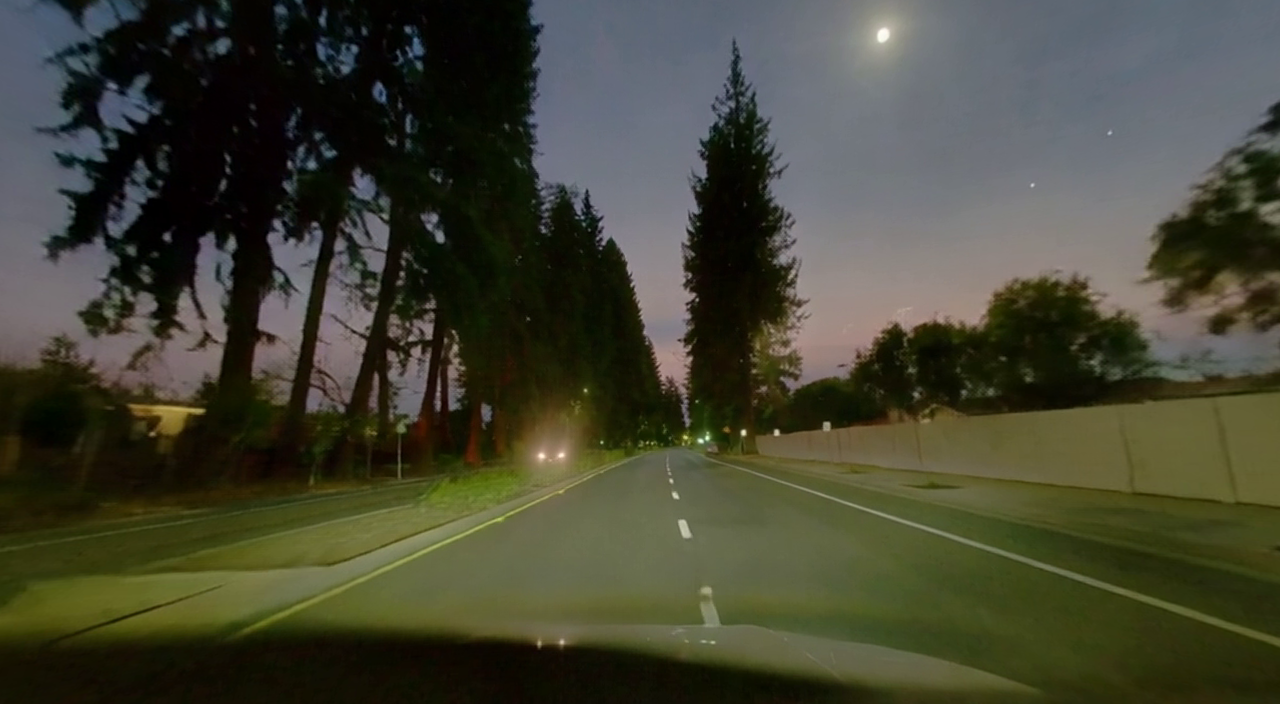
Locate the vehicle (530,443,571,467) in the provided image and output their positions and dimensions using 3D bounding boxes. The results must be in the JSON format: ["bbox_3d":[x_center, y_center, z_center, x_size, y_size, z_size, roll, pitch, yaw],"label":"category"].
[{"bbox_3d":[-6.339,7.333,45.081,2.000,1.570,4.808,-1,-9,3],"label":"vehicle"}]
